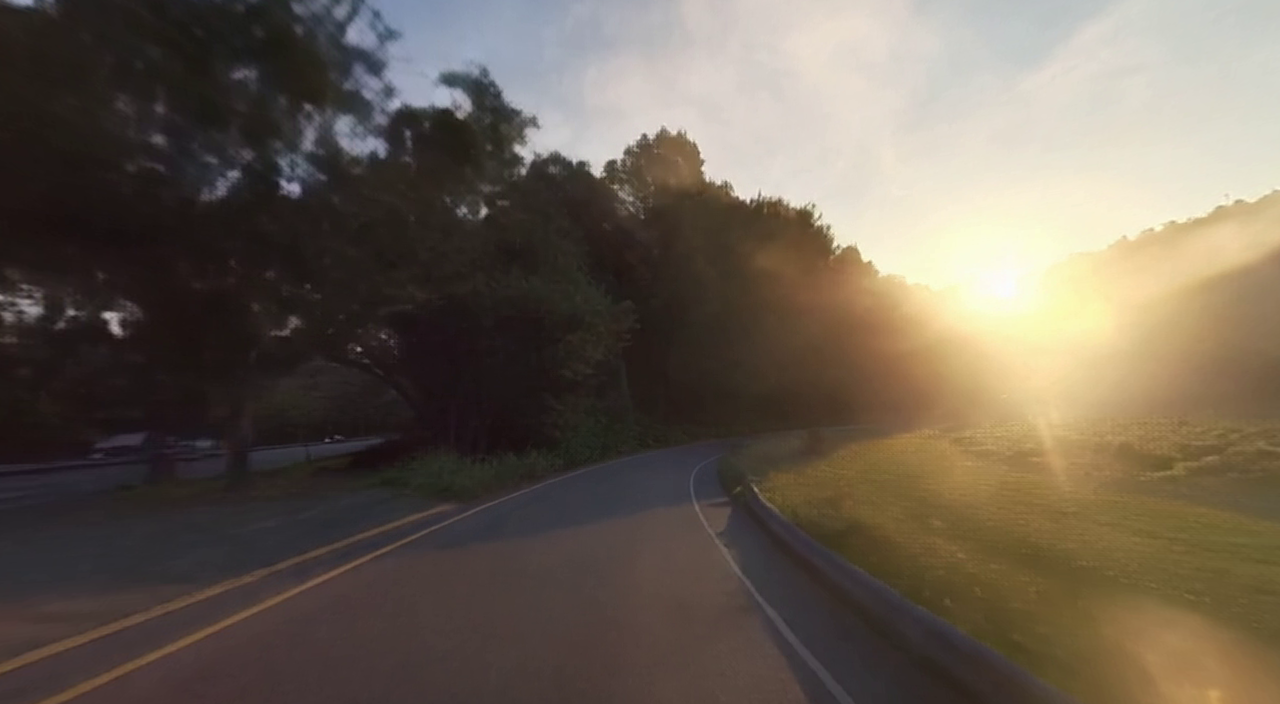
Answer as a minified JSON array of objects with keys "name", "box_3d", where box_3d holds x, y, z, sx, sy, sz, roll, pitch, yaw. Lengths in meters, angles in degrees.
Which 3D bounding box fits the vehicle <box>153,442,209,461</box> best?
[{"name":"vehicle","box_3d":[-36.041,7.821,49.705,1.884,1.430,3.705,1,-9,-6]}]
